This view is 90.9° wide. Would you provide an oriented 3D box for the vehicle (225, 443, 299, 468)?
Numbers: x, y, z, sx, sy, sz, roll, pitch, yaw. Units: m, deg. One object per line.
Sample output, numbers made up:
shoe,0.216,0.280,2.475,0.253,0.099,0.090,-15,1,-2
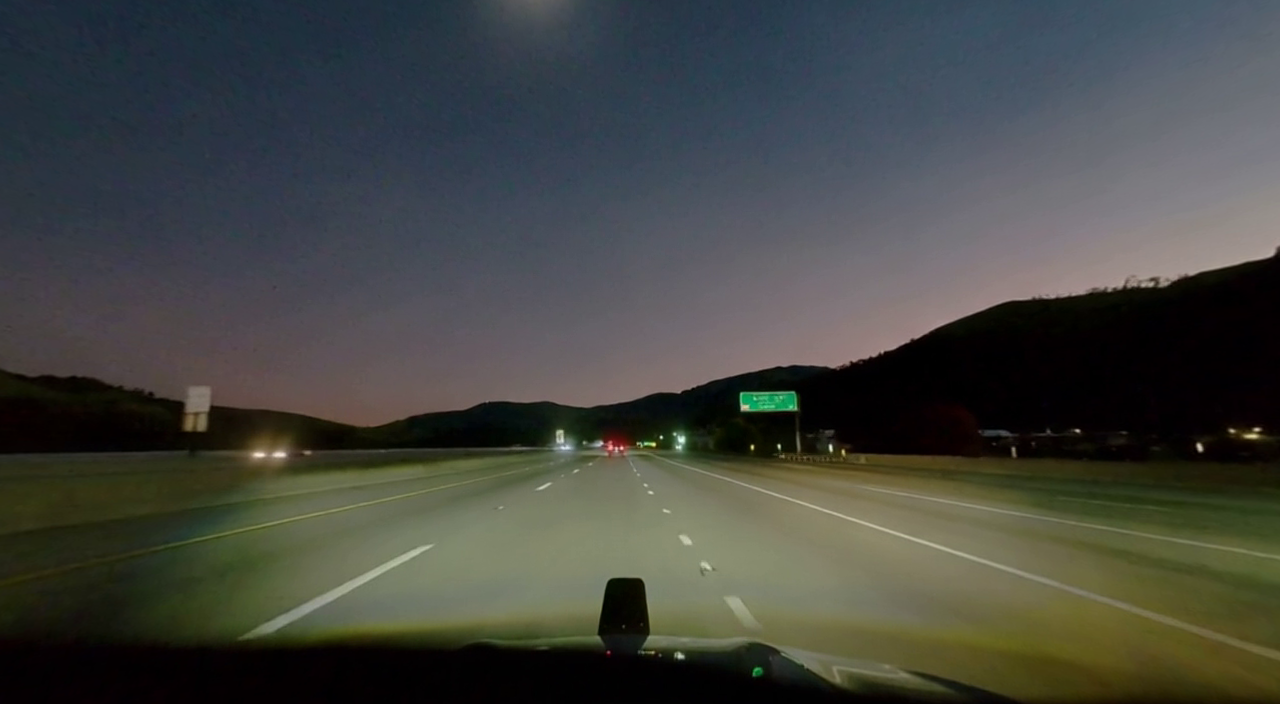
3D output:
vehicle,-24.513,6.716,41.083,2.199,1.481,4.230,0,-9,-1
